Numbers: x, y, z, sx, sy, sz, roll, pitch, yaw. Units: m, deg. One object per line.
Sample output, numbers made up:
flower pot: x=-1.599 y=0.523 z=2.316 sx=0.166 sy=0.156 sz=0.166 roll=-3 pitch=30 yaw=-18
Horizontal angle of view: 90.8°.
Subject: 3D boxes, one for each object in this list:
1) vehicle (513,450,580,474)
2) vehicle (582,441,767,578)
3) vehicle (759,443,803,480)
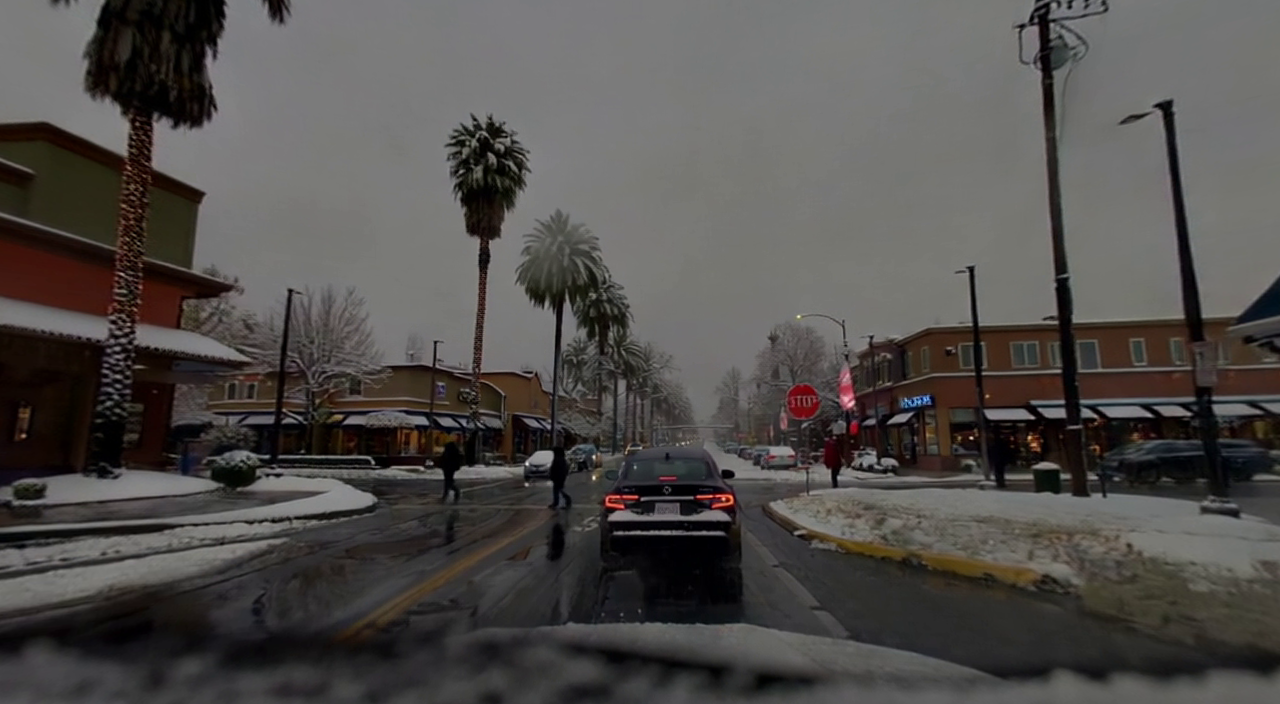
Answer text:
vehicle: x=-6.909 y=8.103 z=46.854 sx=4.529 sy=1.682 sz=1.895 roll=7 pitch=-11 yaw=-36
vehicle: x=0.539 y=2.045 z=9.026 sx=2.031 sy=1.479 sz=3.969 roll=-1 pitch=-9 yaw=5
vehicle: x=9.410 y=7.257 z=42.174 sx=2.467 sy=2.369 sz=1.577 roll=6 pitch=-10 yaw=-35
